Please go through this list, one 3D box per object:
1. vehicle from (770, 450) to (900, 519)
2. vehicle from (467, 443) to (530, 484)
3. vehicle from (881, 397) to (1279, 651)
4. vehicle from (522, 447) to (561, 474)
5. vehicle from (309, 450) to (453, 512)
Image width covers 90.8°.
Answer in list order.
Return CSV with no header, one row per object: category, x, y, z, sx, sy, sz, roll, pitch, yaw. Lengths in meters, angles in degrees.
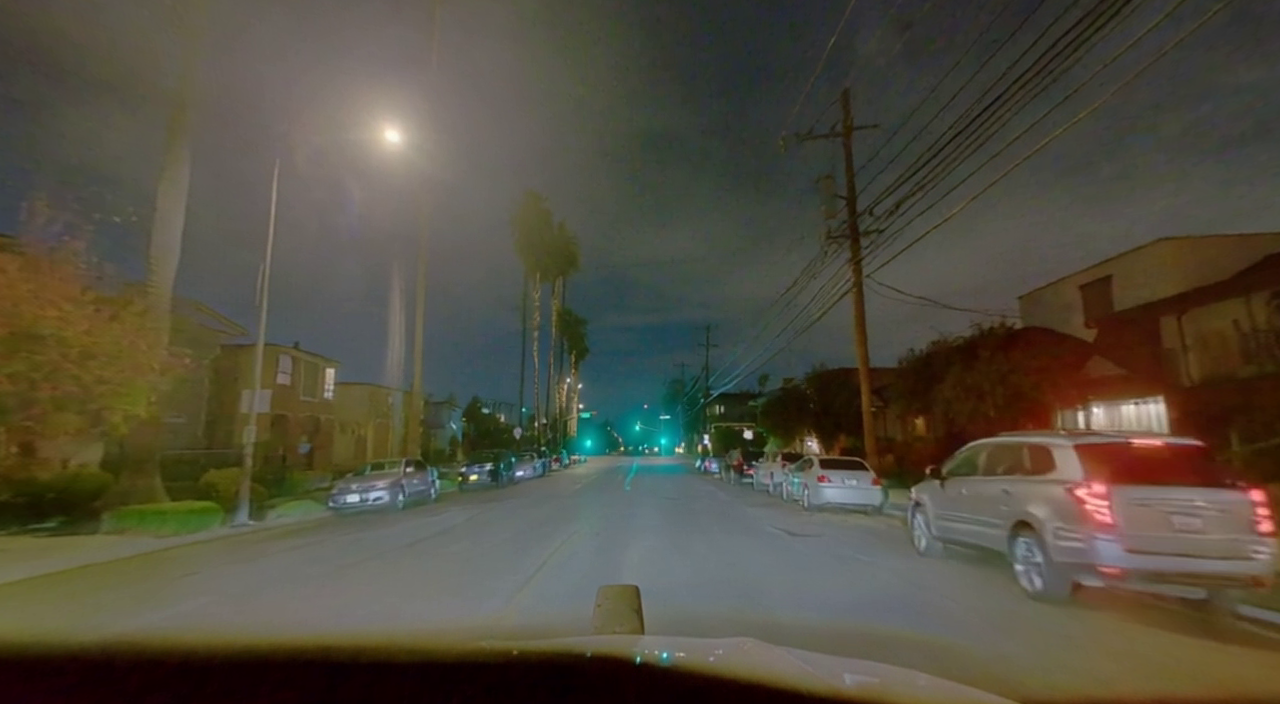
vehicle,4.824,3.313,16.358,1.795,1.424,4.327,-3,-9,-2
vehicle,-7.221,5.716,32.799,2.077,1.888,4.551,-1,-8,2
vehicle,4.765,1.626,7.101,2.115,1.826,4.871,1,-9,-1
vehicle,-6.848,7.587,44.462,2.085,1.770,4.429,0,-9,0
vehicle,-7.039,3.530,17.827,2.013,1.483,4.645,0,-9,1
